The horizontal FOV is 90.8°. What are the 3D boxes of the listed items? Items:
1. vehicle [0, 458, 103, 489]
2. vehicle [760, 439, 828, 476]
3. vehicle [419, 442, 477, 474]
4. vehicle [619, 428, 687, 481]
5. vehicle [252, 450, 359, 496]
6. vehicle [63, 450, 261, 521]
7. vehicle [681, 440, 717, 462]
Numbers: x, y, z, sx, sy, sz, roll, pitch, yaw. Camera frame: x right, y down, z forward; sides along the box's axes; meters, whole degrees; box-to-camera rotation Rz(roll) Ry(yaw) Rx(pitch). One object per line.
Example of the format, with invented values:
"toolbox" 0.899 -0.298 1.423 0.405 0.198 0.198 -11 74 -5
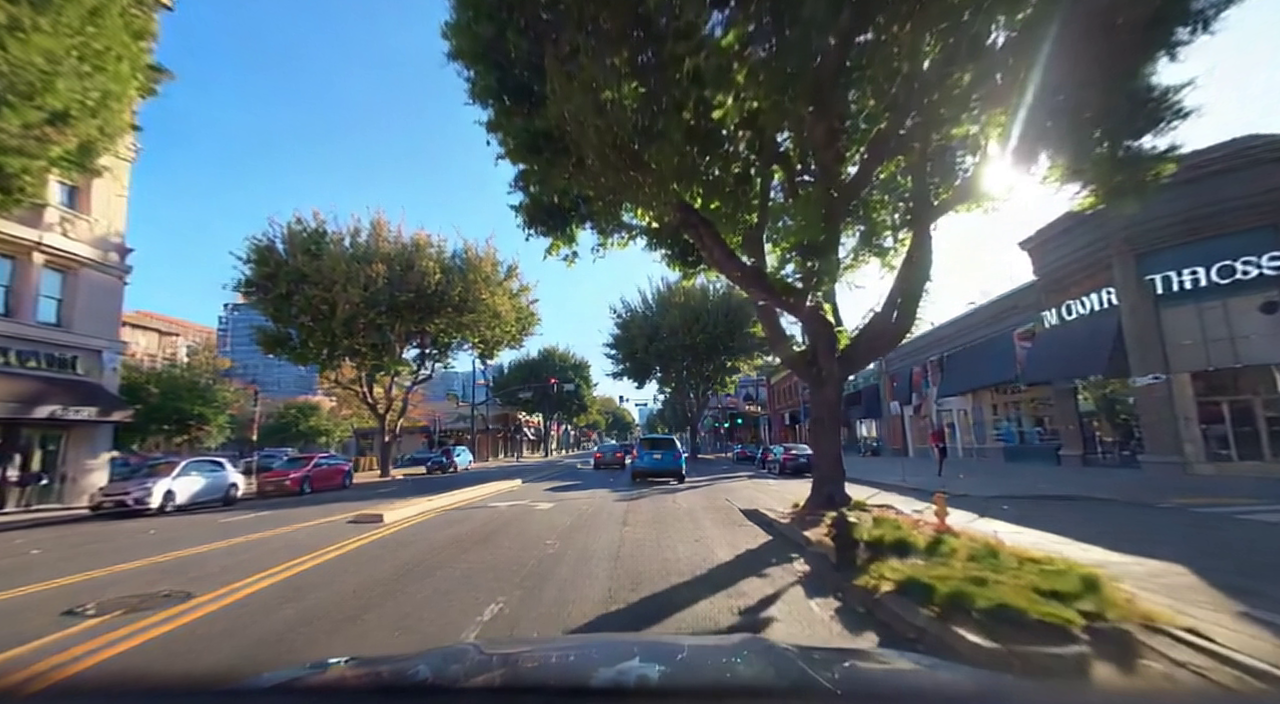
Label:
"vehicle" -34.698 7.088 37.129 1.982 1.610 4.620 -3 -9 3
"vehicle" 6.778 4.698 28.354 2.048 1.484 4.709 -1 -8 2
"vehicle" -12.949 7.145 42.971 2.197 1.985 5.183 -1 -8 2
"vehicle" 0.494 3.936 24.507 2.382 1.796 4.610 -1 -8 1
"vehicle" -13.473 4.876 25.802 1.934 1.639 4.387 -1 -8 1
"vehicle" -13.542 3.749 18.390 2.148 1.694 4.561 -2 -8 1
"vehicle" 4.180 7.101 45.460 2.209 1.478 4.138 -1 -8 1
